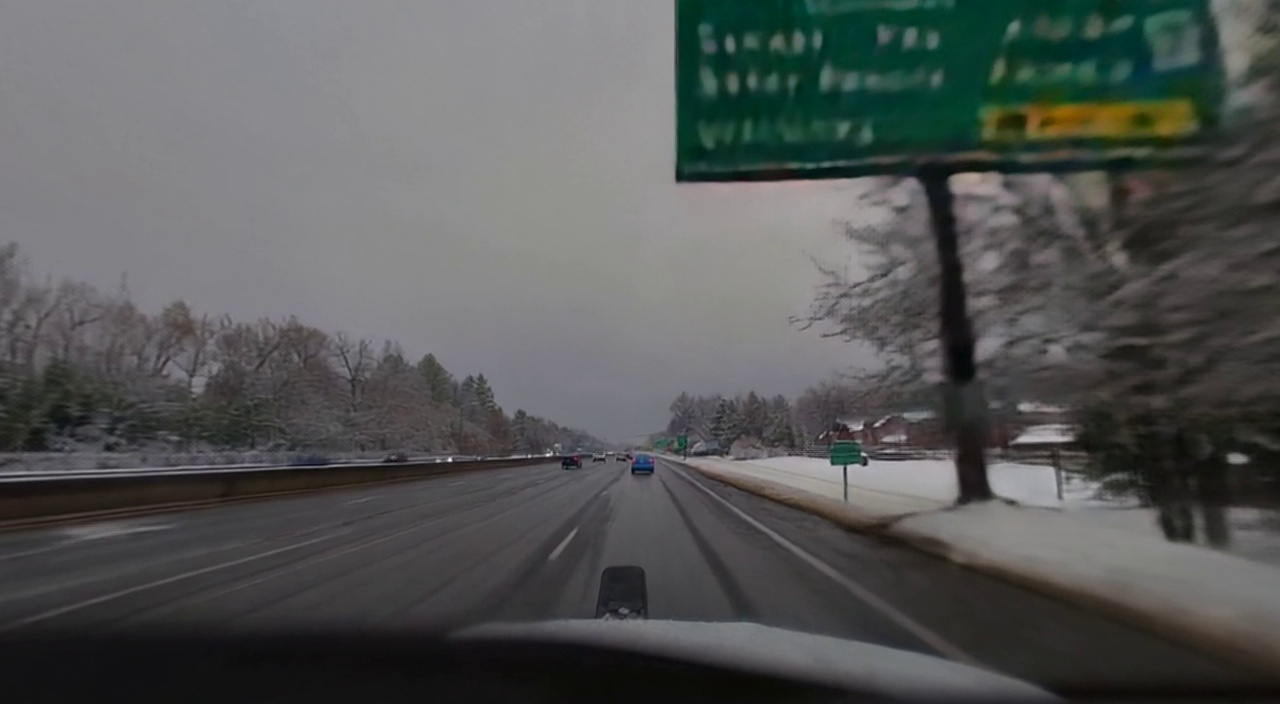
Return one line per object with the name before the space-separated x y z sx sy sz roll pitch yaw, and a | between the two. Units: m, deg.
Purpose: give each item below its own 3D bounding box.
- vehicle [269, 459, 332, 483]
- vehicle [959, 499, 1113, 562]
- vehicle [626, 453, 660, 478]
vehicle | -22.896 8.042 42.674 1.810 1.450 4.356 0 -9 0
vehicle | 17.249 7.762 28.004 2.599 1.962 5.759 1 -9 -7
vehicle | 0.204 7.157 39.957 2.051 1.443 3.770 0 -9 1
